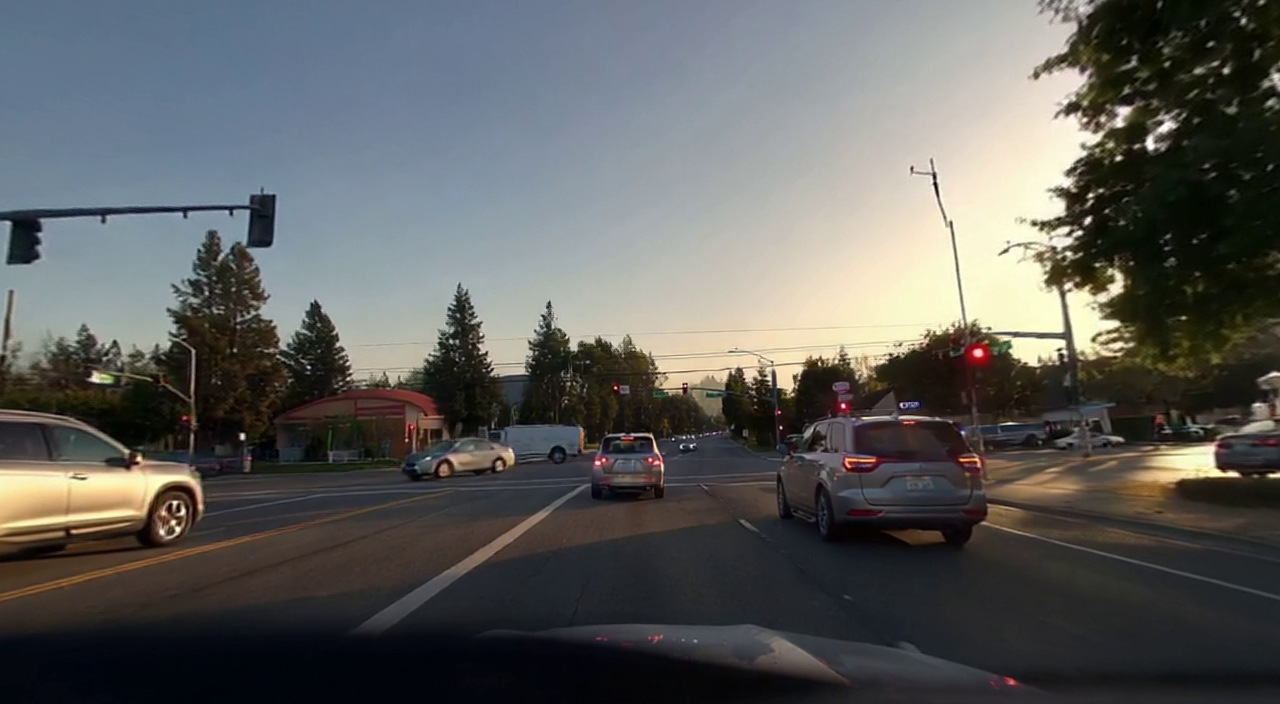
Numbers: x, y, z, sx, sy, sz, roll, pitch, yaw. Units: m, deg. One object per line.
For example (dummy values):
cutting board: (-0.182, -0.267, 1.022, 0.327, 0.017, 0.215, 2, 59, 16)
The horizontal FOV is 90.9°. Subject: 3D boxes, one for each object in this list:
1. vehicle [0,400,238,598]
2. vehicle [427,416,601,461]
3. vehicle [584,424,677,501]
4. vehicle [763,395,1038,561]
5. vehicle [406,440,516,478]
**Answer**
vehicle: (-6.791, 1.442, 6.440, 2.011, 1.774, 4.866, 0, -9, 2)
vehicle: (-9.322, 6.630, 48.153, 12.640, 3.321, 2.995, 1, -9, -3)
vehicle: (-0.185, 2.776, 16.137, 2.067, 1.702, 3.987, 0, -9, 1)
vehicle: (3.233, 1.684, 9.030, 2.083, 1.779, 4.347, 0, -9, 0)
vehicle: (-7.718, 4.636, 27.568, 1.847, 1.508, 4.366, -6, -11, 35)
